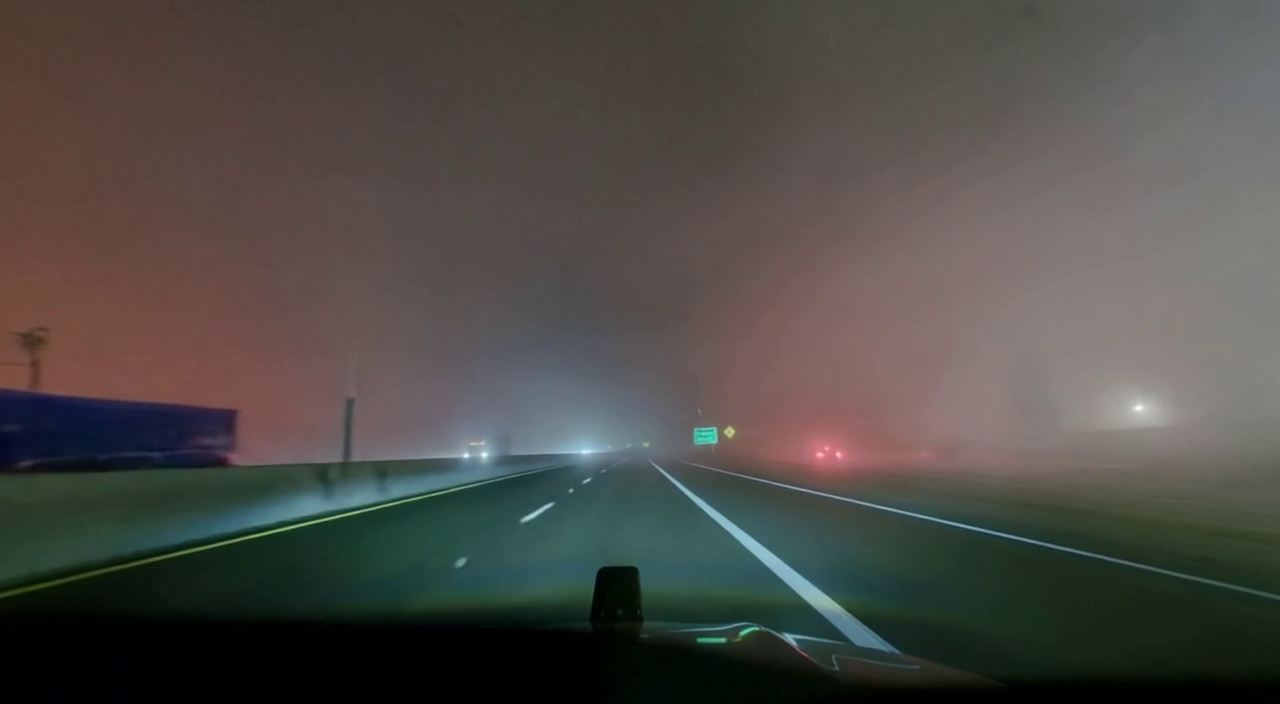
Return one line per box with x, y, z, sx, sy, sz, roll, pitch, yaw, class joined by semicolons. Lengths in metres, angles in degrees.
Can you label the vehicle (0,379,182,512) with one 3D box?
-20.205;2.977;19.805;2.764;3.867;11.794;0;-9;-1;vehicle
